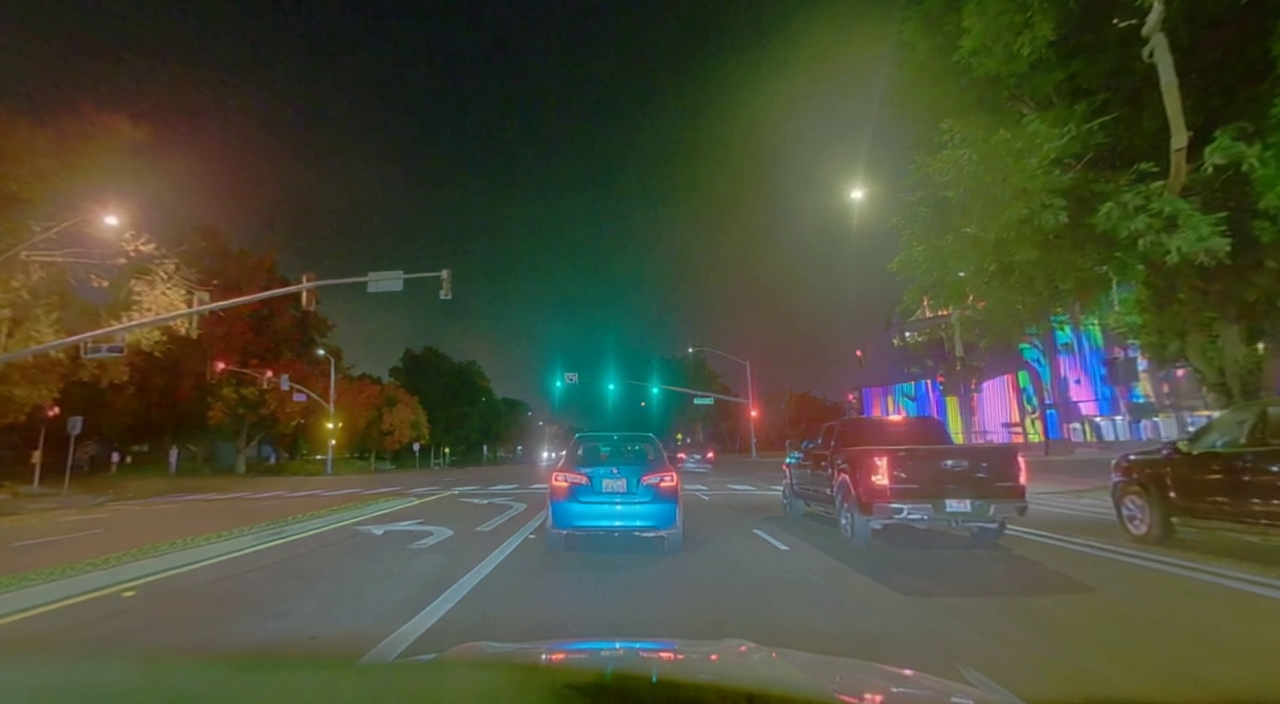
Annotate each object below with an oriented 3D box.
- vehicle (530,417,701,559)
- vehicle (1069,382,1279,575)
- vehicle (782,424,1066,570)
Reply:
[{"bbox_3d":[-0.306,1.895,9.452,2.037,1.674,3.693,0,-8,0],"label":"vehicle"},{"bbox_3d":[7.541,1.284,6.445,2.240,1.923,5.678,0,-8,-1],"label":"vehicle"},{"bbox_3d":[3.599,1.903,9.192,1.955,1.550,4.587,0,-8,-1],"label":"vehicle"}]
